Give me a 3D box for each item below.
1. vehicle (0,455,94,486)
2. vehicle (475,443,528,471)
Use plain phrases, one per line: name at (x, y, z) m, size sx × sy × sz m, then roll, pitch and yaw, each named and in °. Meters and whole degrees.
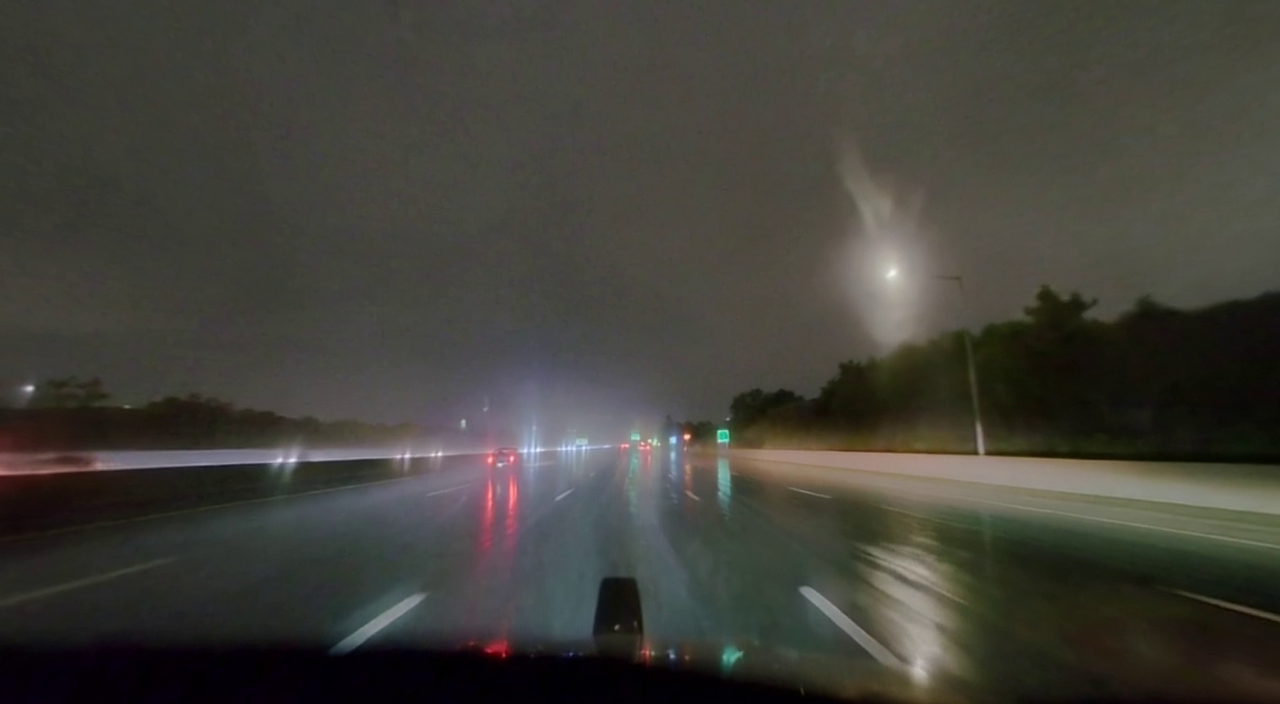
vehicle at (-35.301, 6.887, 37.098) m, size 1.948 × 1.623 × 4.941 m, roll 0°, pitch -8°, yaw 1°
vehicle at (-8.098, 6.161, 37.383) m, size 2.005 × 1.545 × 4.874 m, roll 0°, pitch -8°, yaw 0°
